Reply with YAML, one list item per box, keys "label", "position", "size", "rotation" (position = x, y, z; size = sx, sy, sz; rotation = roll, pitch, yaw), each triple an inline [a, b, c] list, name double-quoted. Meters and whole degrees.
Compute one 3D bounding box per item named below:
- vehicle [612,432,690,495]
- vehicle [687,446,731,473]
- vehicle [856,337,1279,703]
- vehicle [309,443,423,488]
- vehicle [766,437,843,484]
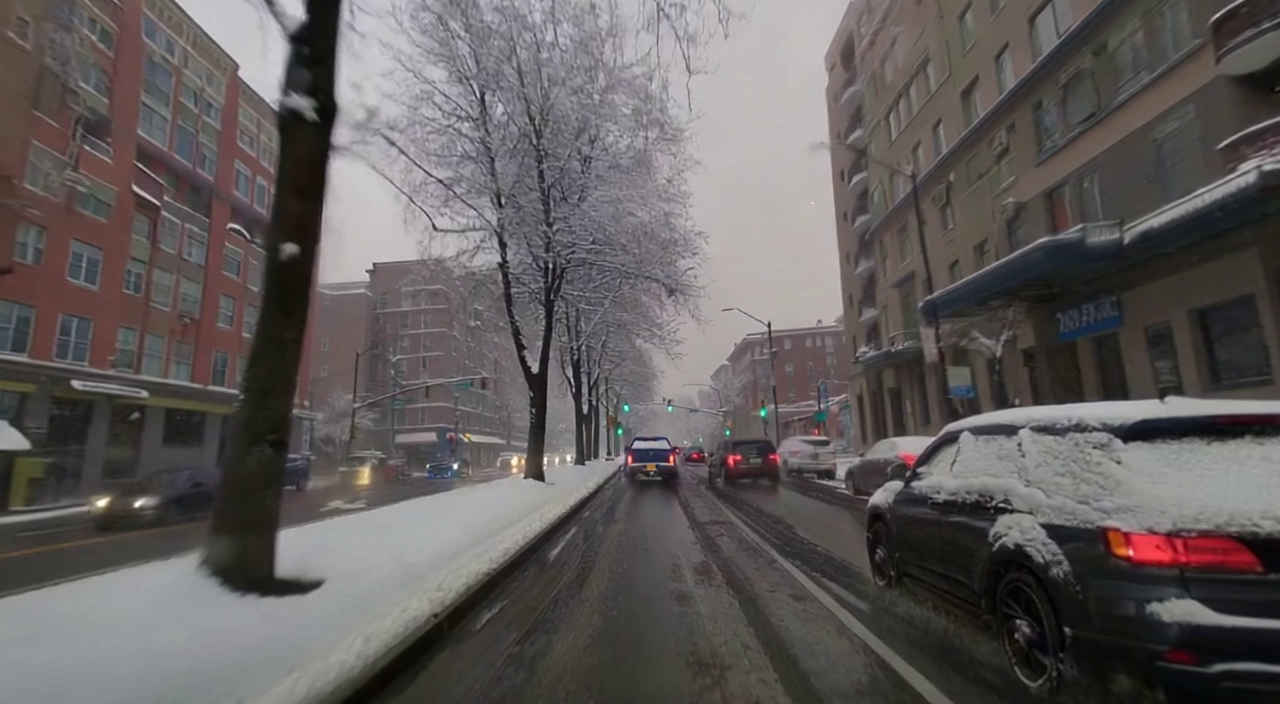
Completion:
- label: "vehicle"
  position: [0.335, 3.481, 19.962]
  size: [2.209, 1.748, 4.130]
  rotation: [0, -9, 1]
- label: "vehicle"
  position: [3.868, 6.084, 35.914]
  size: [2.045, 1.465, 4.355]
  rotation: [0, -9, 0]
- label: "vehicle"
  position: [3.122, 1.111, 4.169]
  size: [1.939, 1.746, 4.091]
  rotation: [0, -9, 1]
- label: "vehicle"
  position: [-13.672, 5.698, 32.151]
  size: [2.640, 2.054, 6.504]
  rotation: [-1, -9, 3]
- label: "vehicle"
  position: [6.789, 4.534, 26.608]
  size: [2.066, 1.790, 4.663]
  rotation: [0, -9, 1]
